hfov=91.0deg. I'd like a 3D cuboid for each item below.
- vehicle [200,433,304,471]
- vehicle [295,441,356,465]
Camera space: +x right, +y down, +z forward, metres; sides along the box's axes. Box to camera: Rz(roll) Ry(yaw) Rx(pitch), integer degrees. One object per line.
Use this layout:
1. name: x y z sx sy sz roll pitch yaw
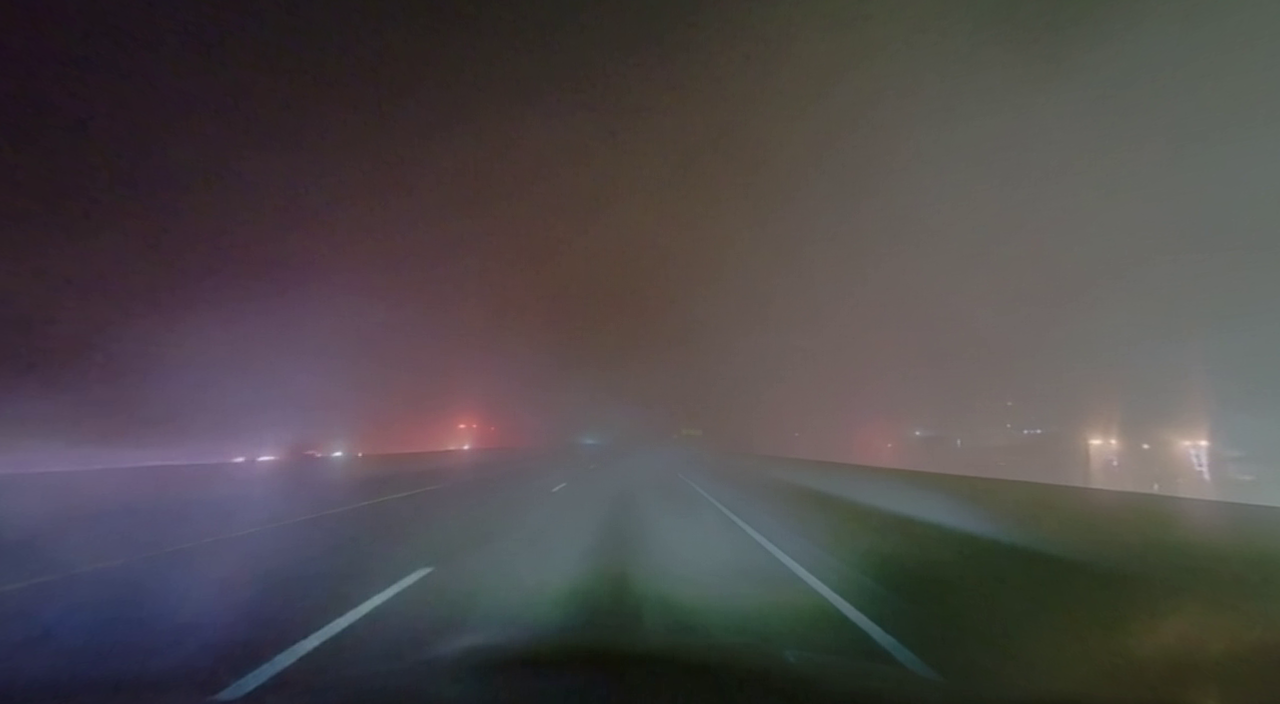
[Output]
1. vehicle: -16.501 4.263 27.032 1.858 1.489 4.072 0 -8 0
2. vehicle: -21.799 6.994 43.781 1.896 1.529 4.416 0 -8 1
